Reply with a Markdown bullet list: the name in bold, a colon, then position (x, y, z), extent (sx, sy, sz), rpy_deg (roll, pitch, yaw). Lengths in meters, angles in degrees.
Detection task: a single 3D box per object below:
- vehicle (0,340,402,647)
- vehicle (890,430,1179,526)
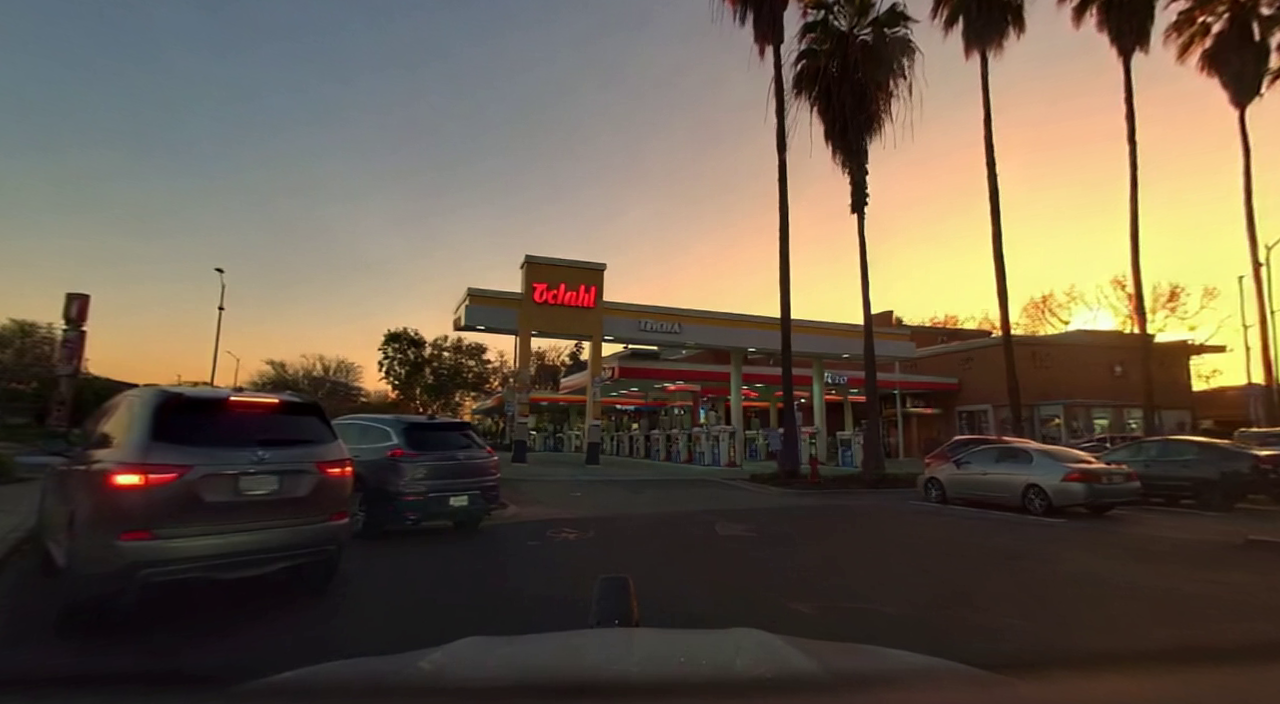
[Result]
- **vehicle**: position (-5.615, 1.389, 7.413), extent (6.836, 2.006, 2.434), rpy_deg (-8, -12, 43)
- **vehicle**: position (7.326, 2.356, 12.449), extent (1.937, 1.490, 4.564), rpy_deg (3, -9, -18)
